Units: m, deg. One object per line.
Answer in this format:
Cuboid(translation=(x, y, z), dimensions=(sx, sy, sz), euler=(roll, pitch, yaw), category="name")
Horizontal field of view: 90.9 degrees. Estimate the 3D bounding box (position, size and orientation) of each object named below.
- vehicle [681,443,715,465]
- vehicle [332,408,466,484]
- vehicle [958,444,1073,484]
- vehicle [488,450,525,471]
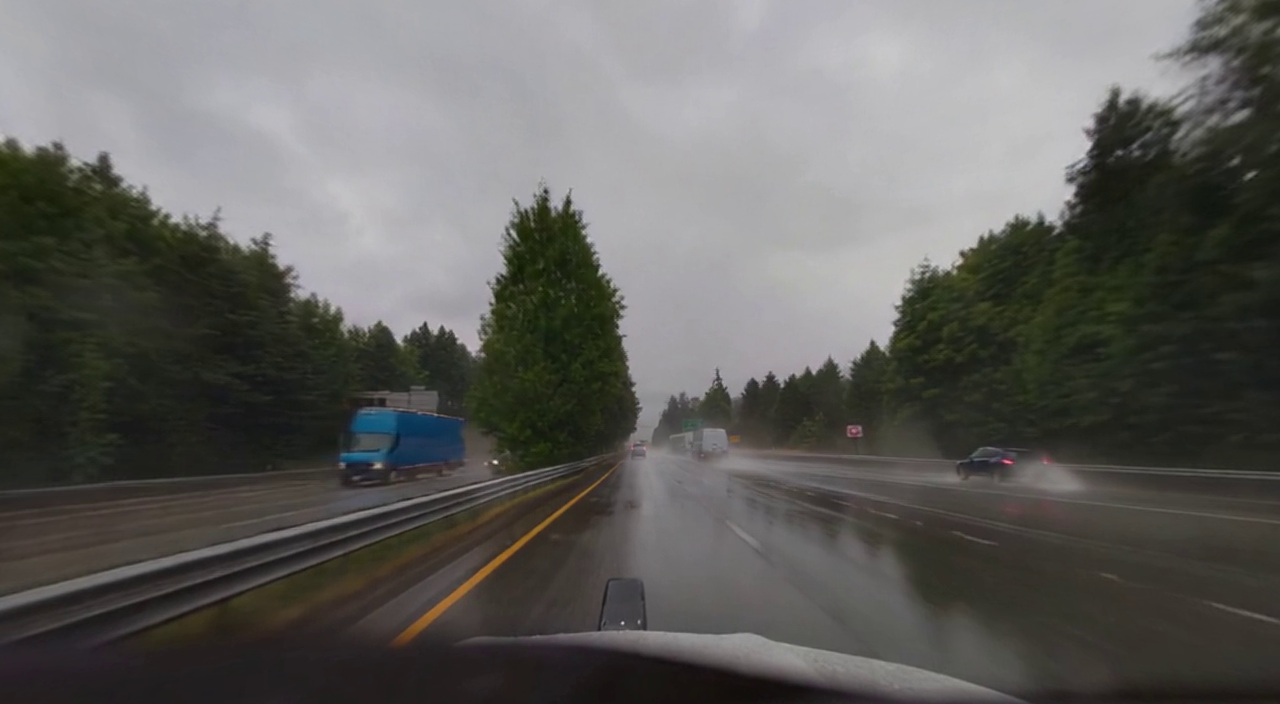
Cuboid(translation=(4.380, 7.759, 47.898), dimensions=(2.058, 1.605, 4.116), euler=(0, -9, -2), category="vehicle")
Cuboid(translation=(-13.583, 5.615, 37.416), dimensions=(2.869, 3.713, 13.278), euler=(0, -9, 0), category="vehicle")
Cuboid(translation=(14.374, 4.295, 24.389), dimensions=(1.926, 1.386, 3.719), euler=(1, -9, -5), category="vehicle")
Cuboid(translation=(-9.660, 7.881, 45.759), dimensions=(1.840, 1.440, 3.882), euler=(0, -9, -1), category="vehicle")
